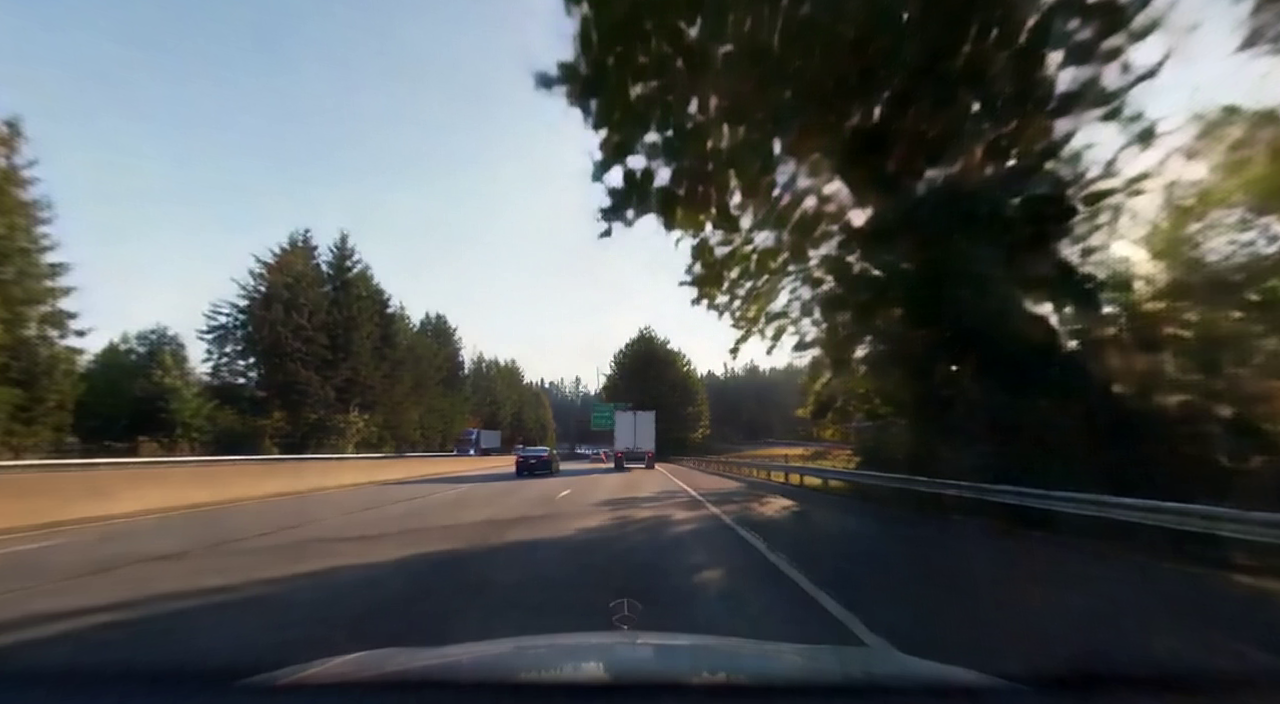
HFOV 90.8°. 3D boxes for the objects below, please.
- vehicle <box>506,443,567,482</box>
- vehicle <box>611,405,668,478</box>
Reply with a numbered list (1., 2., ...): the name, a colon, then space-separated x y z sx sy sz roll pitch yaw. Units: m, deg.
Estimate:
1. vehicle: -4.409 4.781 27.451 1.964 1.556 4.071 0 -9 0
2. vehicle: -0.124 5.722 39.672 2.976 3.800 12.335 0 -9 -1
